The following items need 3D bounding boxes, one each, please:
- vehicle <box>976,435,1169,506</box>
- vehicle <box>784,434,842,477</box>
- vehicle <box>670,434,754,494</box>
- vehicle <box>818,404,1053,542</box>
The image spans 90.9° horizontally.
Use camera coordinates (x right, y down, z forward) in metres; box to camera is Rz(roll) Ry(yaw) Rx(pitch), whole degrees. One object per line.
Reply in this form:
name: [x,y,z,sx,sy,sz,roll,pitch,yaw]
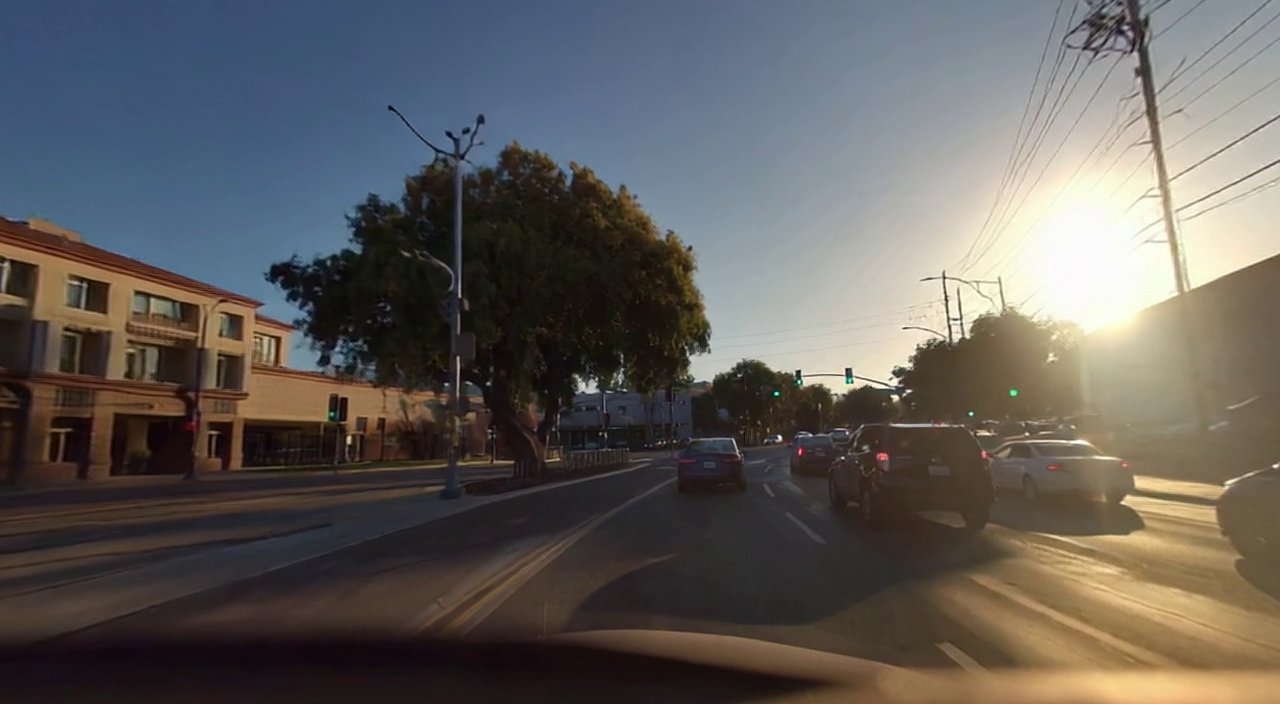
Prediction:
vehicle: [10.204,2.808,15.410,1.882,1.463,4.543,-1,-9,6]
vehicle: [7.036,4.227,25.967,1.896,1.612,4.203,-2,-9,10]
vehicle: [2.179,3.232,18.529,2.168,1.527,4.174,-1,-9,8]
vehicle: [4.630,1.980,10.907,2.119,1.810,4.848,-1,-9,6]
